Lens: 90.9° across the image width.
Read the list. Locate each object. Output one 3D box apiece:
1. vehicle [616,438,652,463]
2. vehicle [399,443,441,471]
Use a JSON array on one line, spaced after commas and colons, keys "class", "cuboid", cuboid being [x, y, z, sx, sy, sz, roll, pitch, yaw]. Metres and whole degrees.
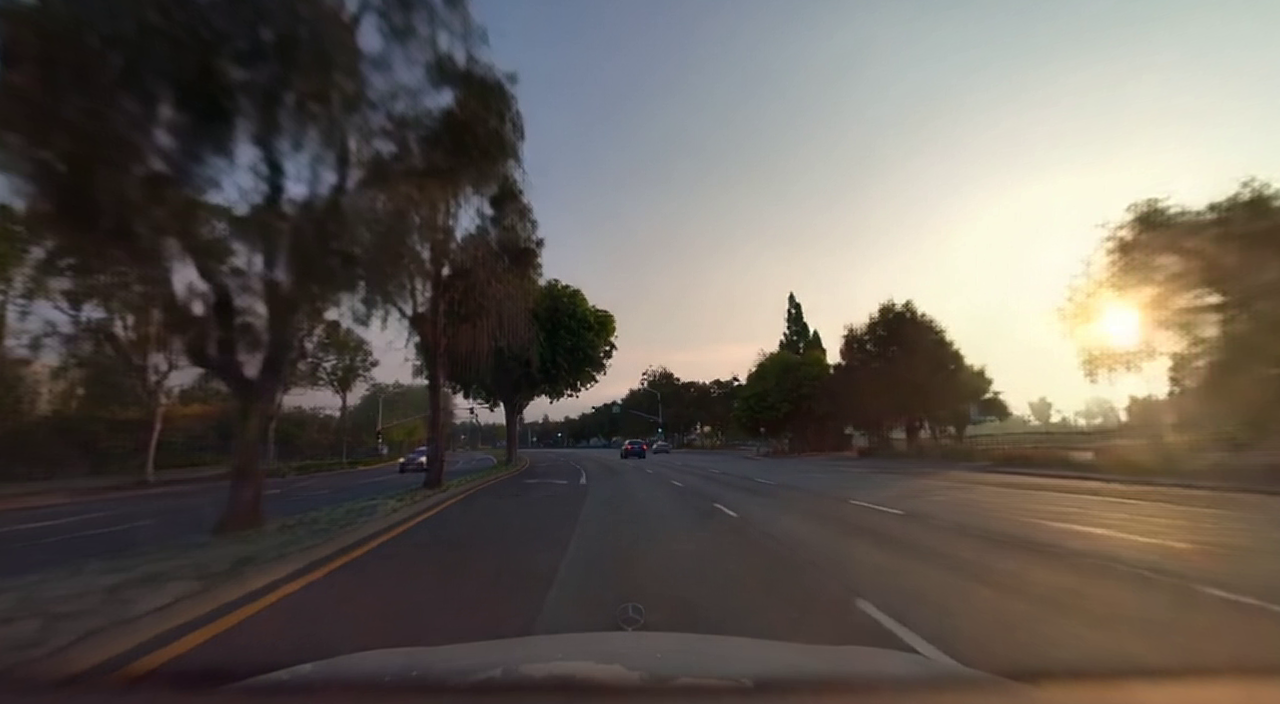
[{"class": "vehicle", "cuboid": [-0.508, 7.566, 48.710, 2.046, 1.818, 4.603, 1, -9, -10]}, {"class": "vehicle", "cuboid": [-16.314, 7.773, 46.919, 2.124, 1.844, 4.520, -2, -8, -8]}]
